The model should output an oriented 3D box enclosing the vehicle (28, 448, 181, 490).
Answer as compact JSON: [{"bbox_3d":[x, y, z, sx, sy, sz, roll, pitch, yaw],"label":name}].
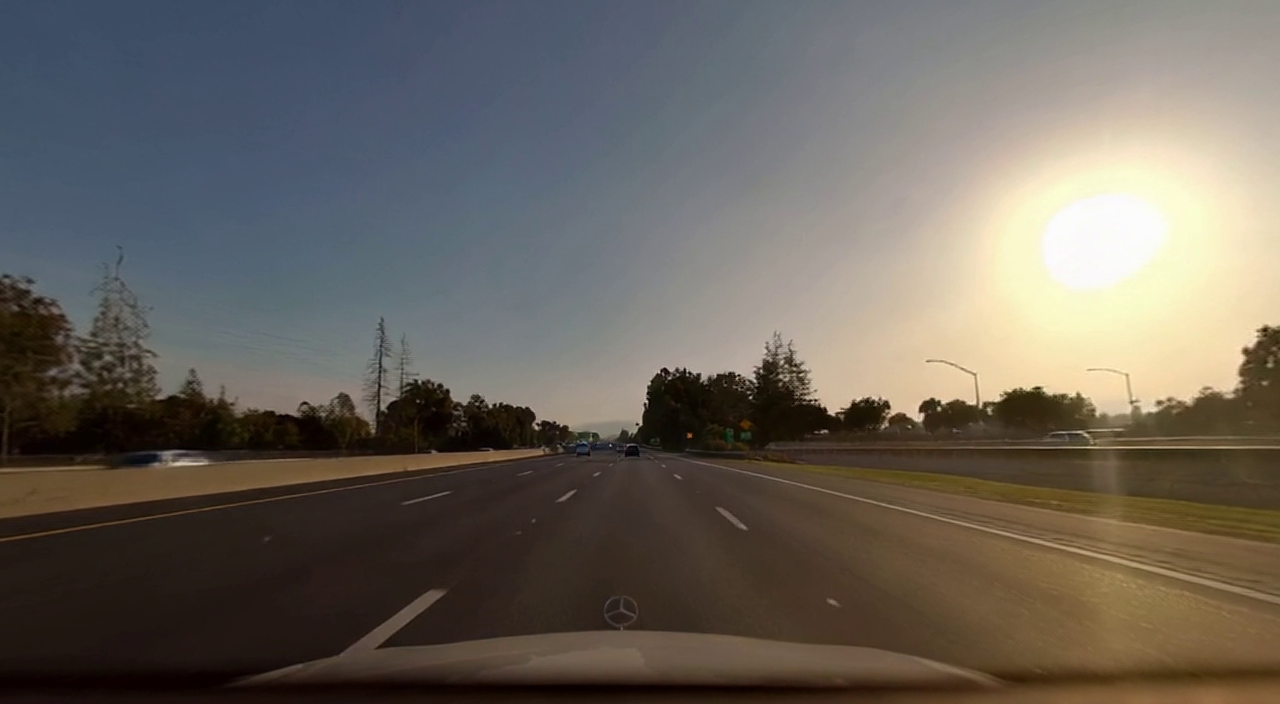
[{"bbox_3d":[-20.959,4.560,25.058,1.870,1.486,4.785,0,-8,0],"label":"vehicle"}]
